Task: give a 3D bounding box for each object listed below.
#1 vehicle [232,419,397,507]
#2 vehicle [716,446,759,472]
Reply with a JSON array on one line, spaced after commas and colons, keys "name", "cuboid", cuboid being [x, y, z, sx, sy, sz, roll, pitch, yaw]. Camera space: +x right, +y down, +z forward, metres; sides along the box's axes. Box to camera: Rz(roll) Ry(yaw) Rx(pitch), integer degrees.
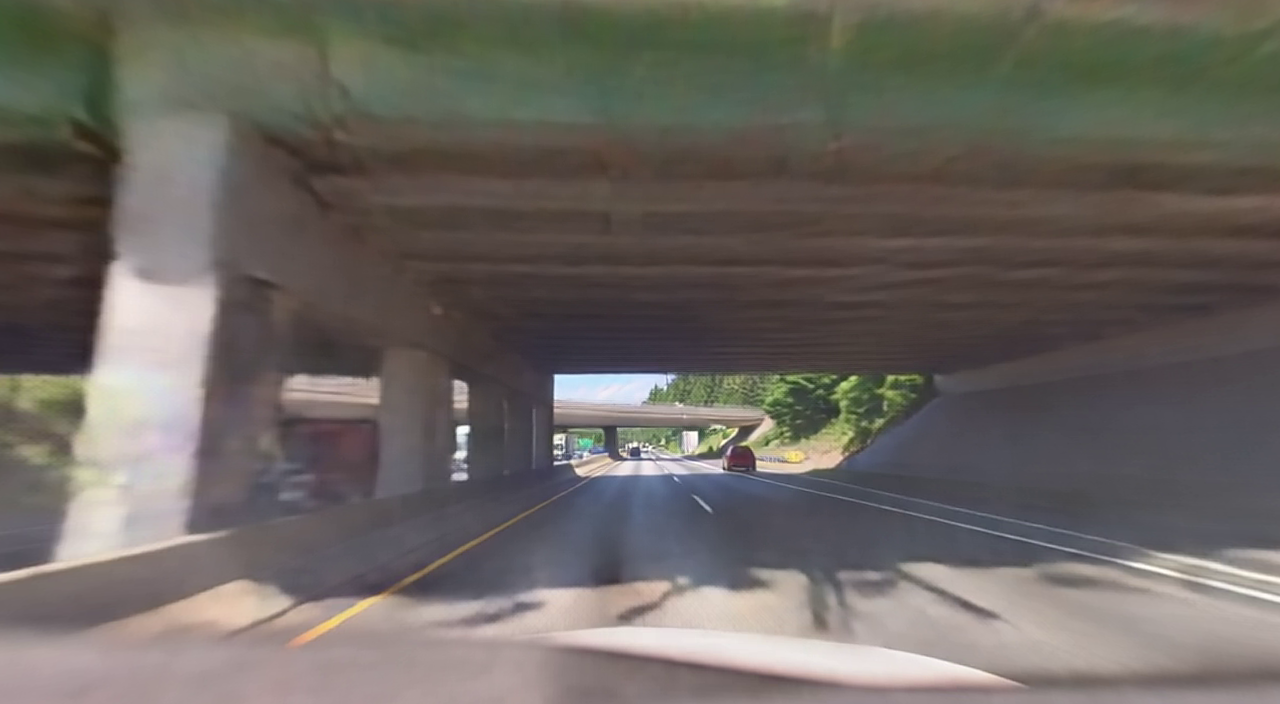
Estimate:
[{"name": "vehicle", "cuboid": [-10.540, 3.665, 21.168, 2.275, 2.523, 5.746, 0, -9, 2]}, {"name": "vehicle", "cuboid": [5.917, 6.583, 38.818, 1.987, 1.473, 4.244, 0, -9, 1]}]
